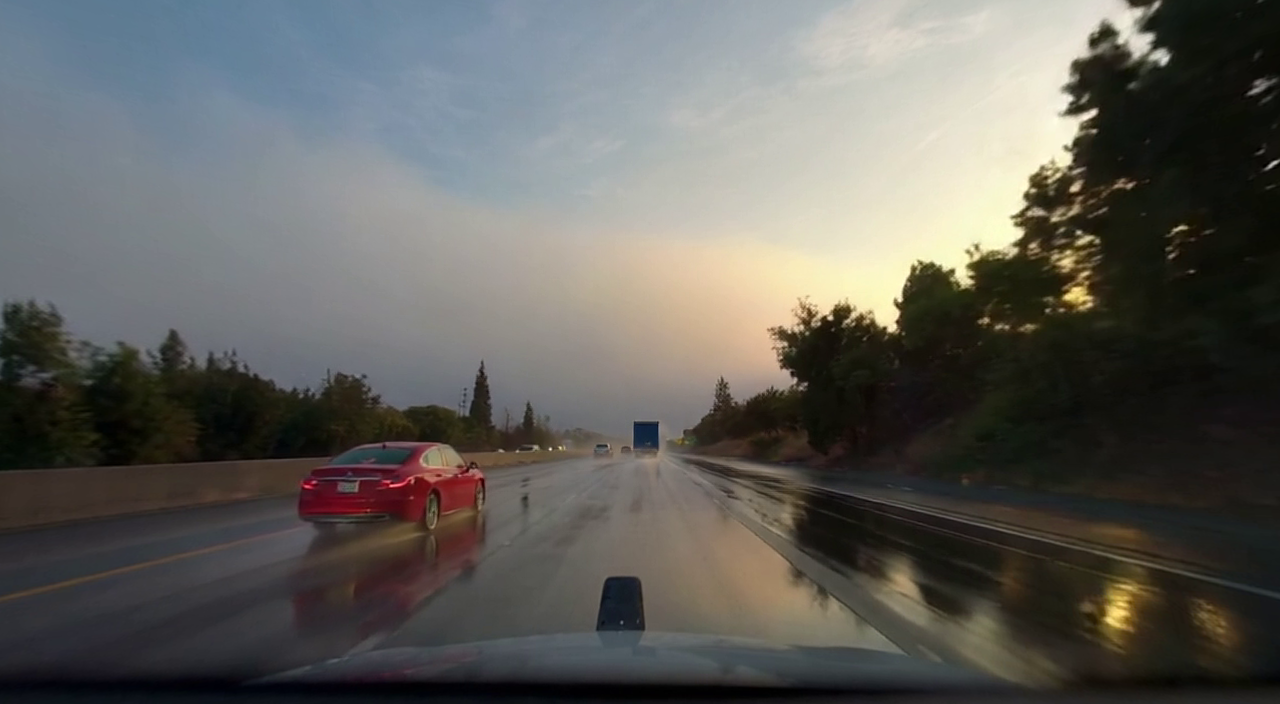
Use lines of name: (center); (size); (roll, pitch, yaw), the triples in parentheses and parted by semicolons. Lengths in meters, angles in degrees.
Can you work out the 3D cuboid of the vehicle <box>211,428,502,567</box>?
vehicle: (-3.738, 2.025, 9.594); (1.999, 1.533, 4.870); (-1, -9, 2)
